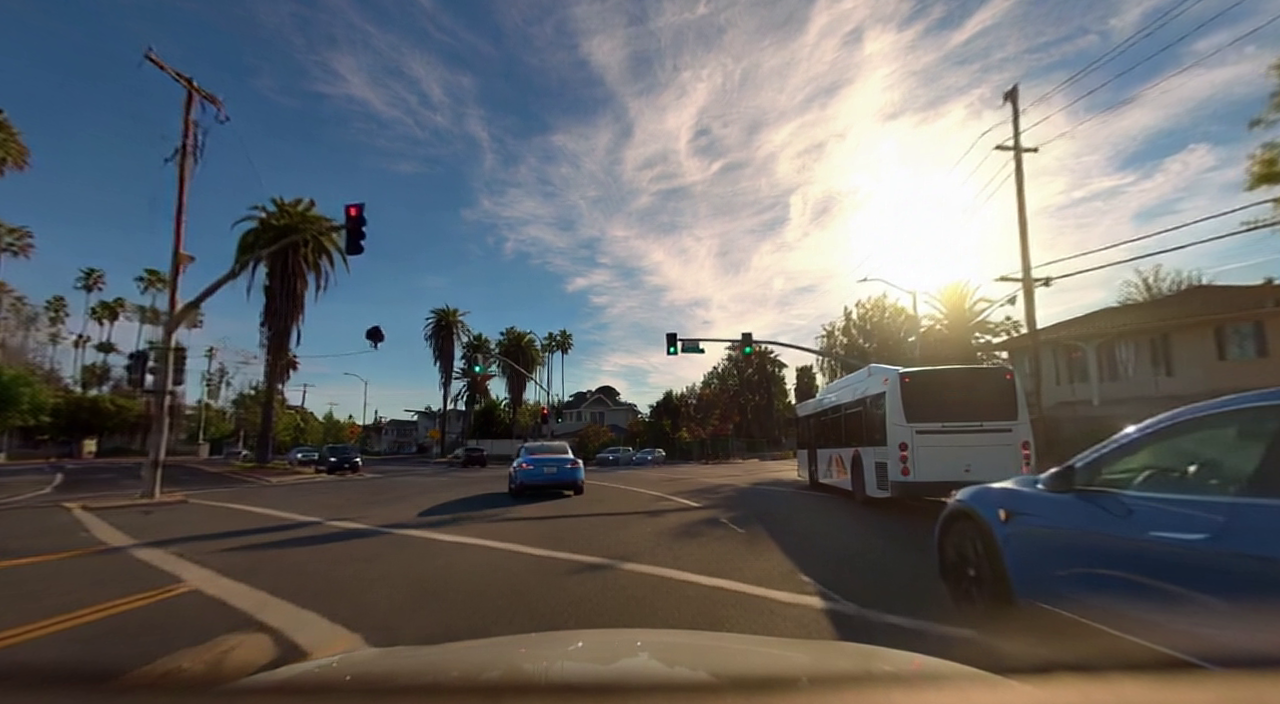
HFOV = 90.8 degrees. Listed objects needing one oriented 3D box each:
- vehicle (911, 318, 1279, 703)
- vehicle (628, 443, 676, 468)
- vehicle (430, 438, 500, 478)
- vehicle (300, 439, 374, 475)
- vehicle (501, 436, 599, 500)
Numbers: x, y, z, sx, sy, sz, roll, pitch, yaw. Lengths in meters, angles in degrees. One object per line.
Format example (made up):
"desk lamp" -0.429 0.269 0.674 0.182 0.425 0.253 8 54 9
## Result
"vehicle" 3.460 0.827 2.622 2.205 1.803 5.135 0 -9 -2
"vehicle" 0.990 7.717 47.309 2.122 1.730 5.138 -3 -9 18
"vehicle" -9.222 5.505 33.095 2.272 1.891 4.562 5 -10 -31
"vehicle" -17.348 5.962 36.041 2.283 1.878 5.384 7 -11 -41
"vehicle" -2.917 3.518 19.585 2.341 1.709 4.466 2 -9 -16
